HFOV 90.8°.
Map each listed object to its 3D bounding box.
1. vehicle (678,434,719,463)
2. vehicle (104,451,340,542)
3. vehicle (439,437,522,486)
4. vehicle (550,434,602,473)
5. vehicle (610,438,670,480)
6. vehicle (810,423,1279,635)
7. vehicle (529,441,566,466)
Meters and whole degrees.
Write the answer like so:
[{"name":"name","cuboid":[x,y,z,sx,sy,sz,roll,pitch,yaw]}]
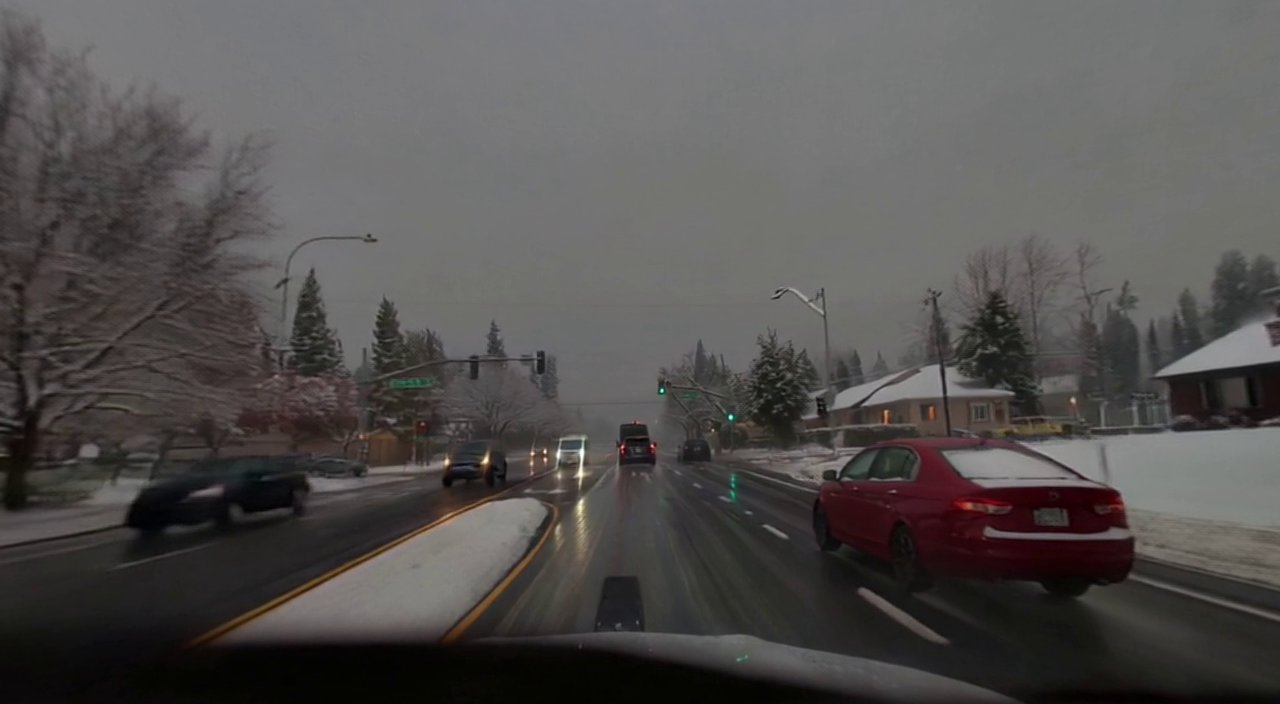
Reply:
[{"name":"vehicle","cuboid":[3.938,6.589,43.251,2.187,1.847,4.553,0,-8,-2]},{"name":"vehicle","cuboid":[-8.193,2.817,13.048,1.938,1.461,4.493,0,-8,-2]},{"name":"vehicle","cuboid":[-6.306,4.362,25.596,2.146,1.768,4.664,0,-8,0]},{"name":"vehicle","cuboid":[-3.066,4.977,31.338,2.083,1.741,5.530,0,-8,-1]},{"name":"vehicle","cuboid":[-0.012,4.082,24.498,2.114,1.483,4.207,0,-8,-1]},{"name":"vehicle","cuboid":[3.414,1.537,6.625,1.973,1.447,4.402,0,-8,-1]},{"name":"vehicle","cuboid":[-6.431,7.117,44.405,2.051,1.663,4.031,0,-8,0]}]
